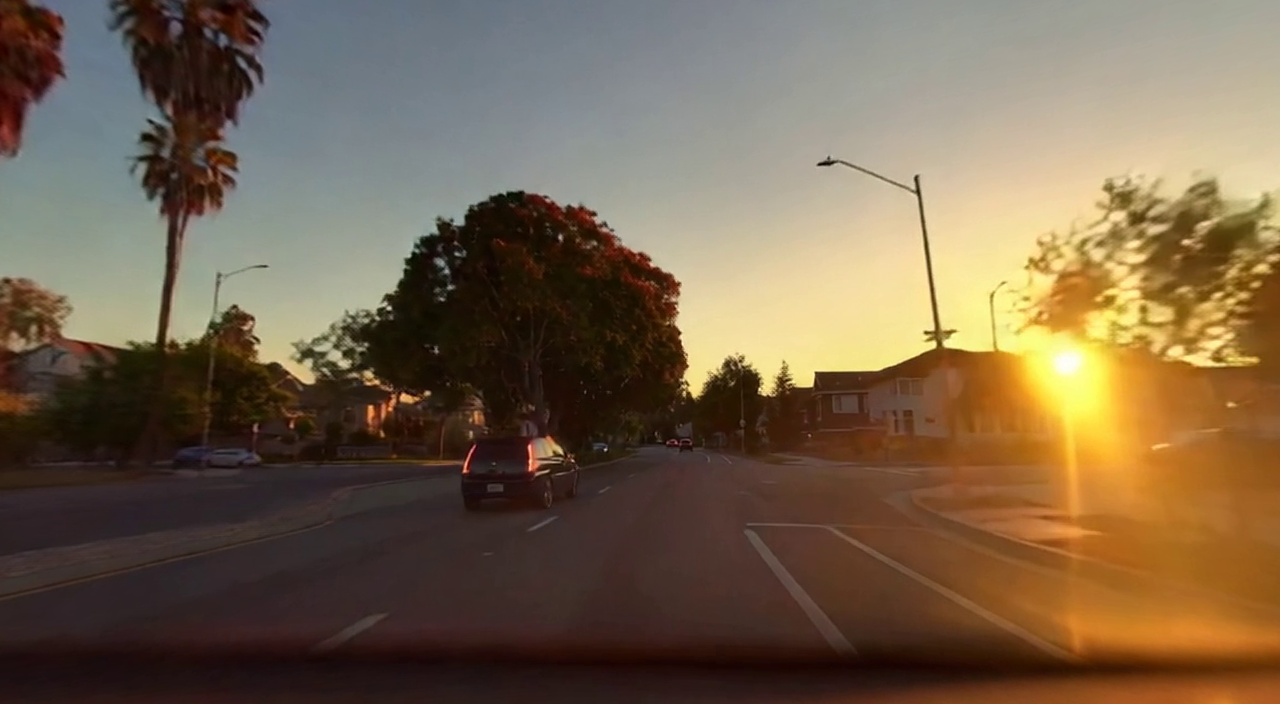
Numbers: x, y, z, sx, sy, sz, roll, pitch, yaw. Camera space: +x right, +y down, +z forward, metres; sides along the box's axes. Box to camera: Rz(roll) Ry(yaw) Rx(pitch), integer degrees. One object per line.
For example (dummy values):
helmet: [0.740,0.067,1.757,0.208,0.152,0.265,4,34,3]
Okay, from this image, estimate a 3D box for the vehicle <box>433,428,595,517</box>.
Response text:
vehicle: [-2.335,2.405,13.185,2.075,1.498,4.730,-1,-8,5]

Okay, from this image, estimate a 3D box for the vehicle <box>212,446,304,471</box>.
vehicle: [-24.133,6.711,39.894,4.776,1.491,1.991,-2,-8,10]

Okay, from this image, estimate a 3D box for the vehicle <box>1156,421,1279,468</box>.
vehicle: [20.083,3.053,20.731,4.318,1.451,1.915,-3,-9,21]

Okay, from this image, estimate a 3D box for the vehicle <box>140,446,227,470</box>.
vehicle: [-29.714,6.878,41.033,4.447,1.484,1.845,-1,-8,8]
